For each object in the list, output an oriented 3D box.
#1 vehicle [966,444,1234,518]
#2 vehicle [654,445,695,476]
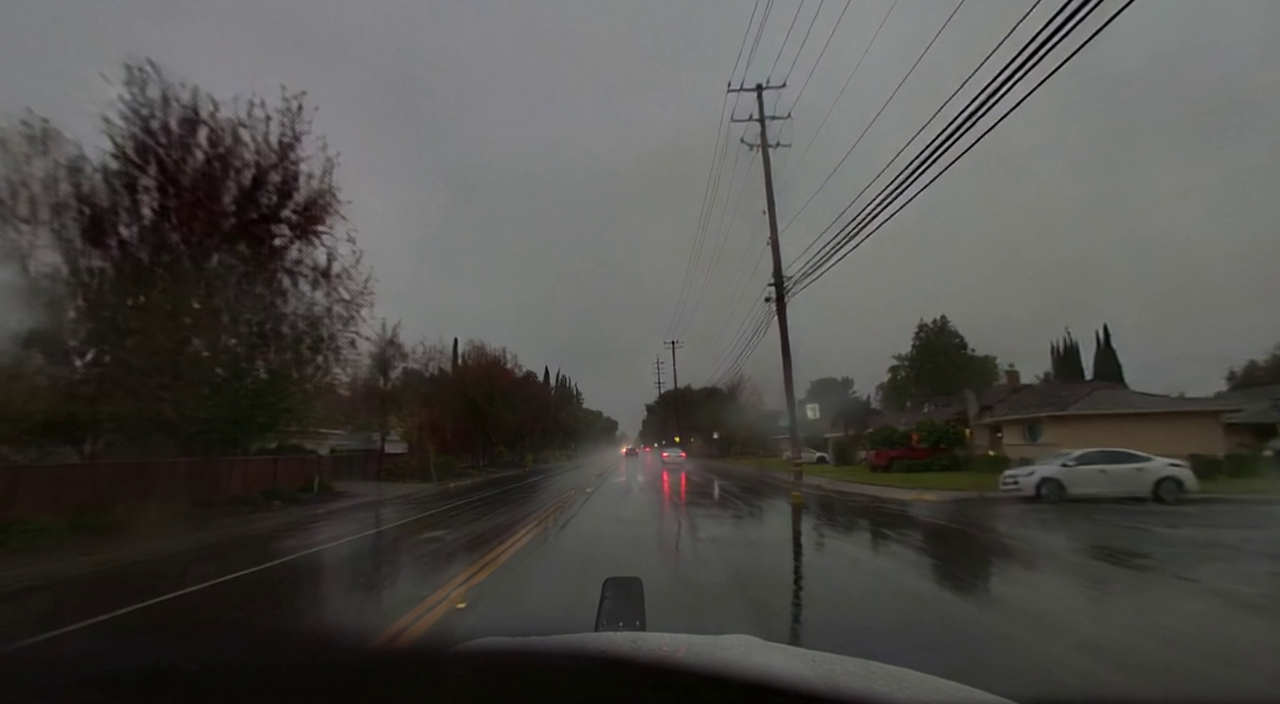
[{"bbox_3d":[10.134,2.834,14.205,4.511,1.473,1.962,0,-8,-2],"label":"vehicle"},{"bbox_3d":[1.720,5.631,32.903,1.975,1.497,3.647,0,-9,1],"label":"vehicle"}]
